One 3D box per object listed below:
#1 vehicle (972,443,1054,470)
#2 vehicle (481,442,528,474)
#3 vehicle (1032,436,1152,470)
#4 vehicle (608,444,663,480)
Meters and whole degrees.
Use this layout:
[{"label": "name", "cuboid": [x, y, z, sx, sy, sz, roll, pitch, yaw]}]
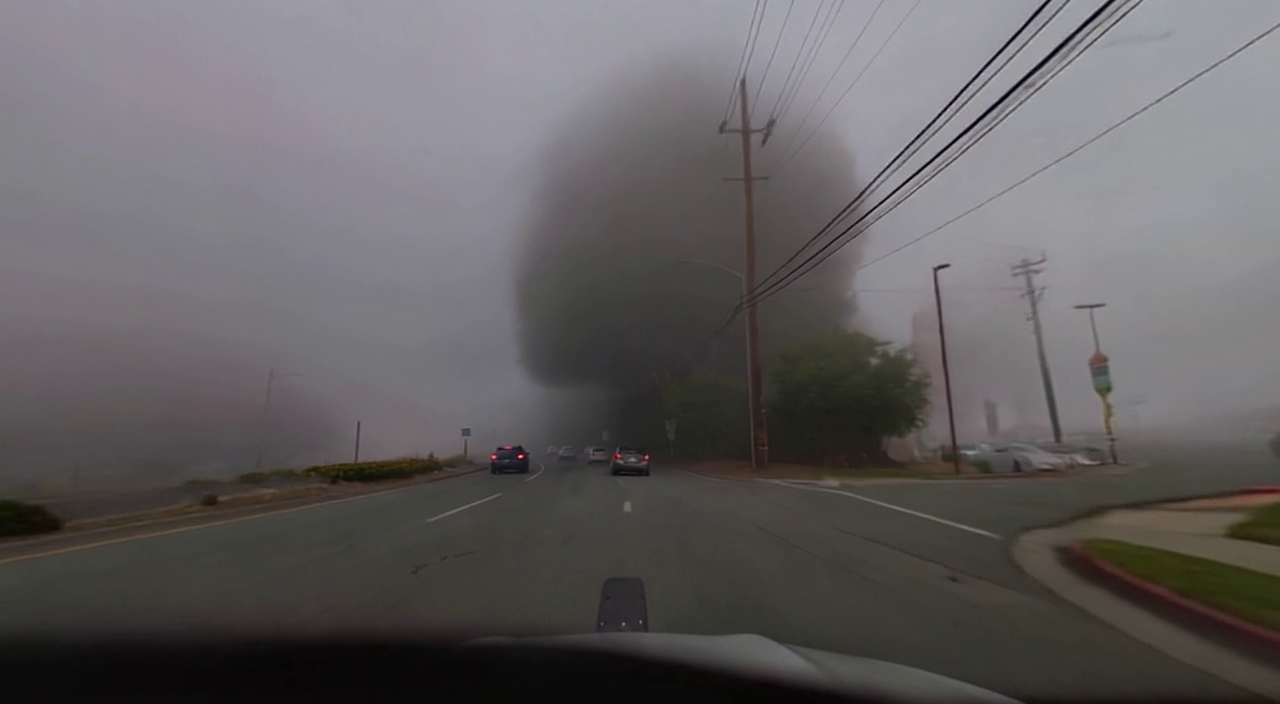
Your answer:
[{"label": "vehicle", "cuboid": [25.310, 7.099, 42.920, 4.350, 1.447, 1.696, -6, -10, 10]}, {"label": "vehicle", "cuboid": [-8.025, 6.308, 37.776, 2.195, 1.752, 4.515, 1, -8, -6]}, {"label": "vehicle", "cuboid": [23.776, 5.356, 33.339, 4.834, 1.495, 1.785, 1, -9, 9]}, {"label": "vehicle", "cuboid": [-0.287, 5.046, 29.278, 2.130, 1.476, 4.453, 1, -8, -6]}]
